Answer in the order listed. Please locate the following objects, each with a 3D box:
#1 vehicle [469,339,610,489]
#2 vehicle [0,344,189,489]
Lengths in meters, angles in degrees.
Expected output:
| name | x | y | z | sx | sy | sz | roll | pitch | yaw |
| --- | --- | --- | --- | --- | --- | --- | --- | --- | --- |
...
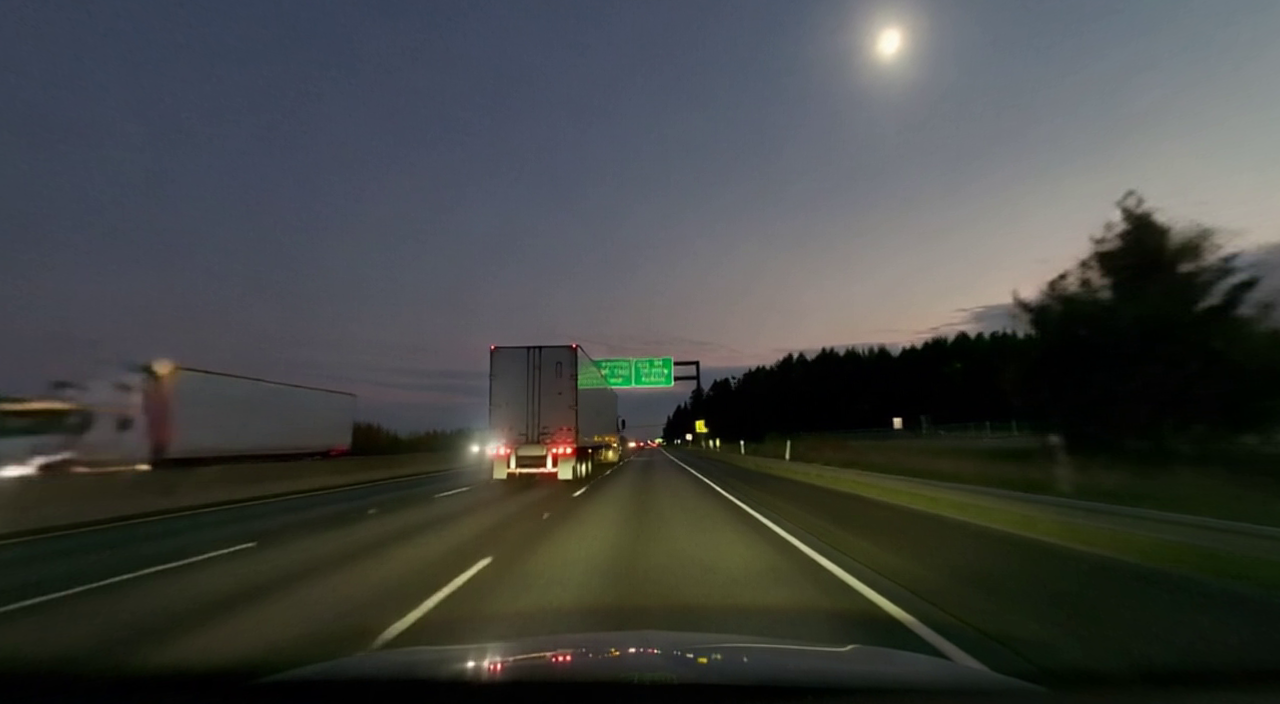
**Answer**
| name | x | y | z | sx | sy | sz | roll | pitch | yaw |
| --- | --- | --- | --- | --- | --- | --- | --- | --- | --- |
| vehicle | -3.060 | 2.677 | 24.233 | 2.947 | 4.051 | 14.256 | -1 | -8 | 1 |
| vehicle | -18.130 | 2.133 | 20.087 | 2.973 | 3.958 | 5.603 | 0 | -8 | 1 |
